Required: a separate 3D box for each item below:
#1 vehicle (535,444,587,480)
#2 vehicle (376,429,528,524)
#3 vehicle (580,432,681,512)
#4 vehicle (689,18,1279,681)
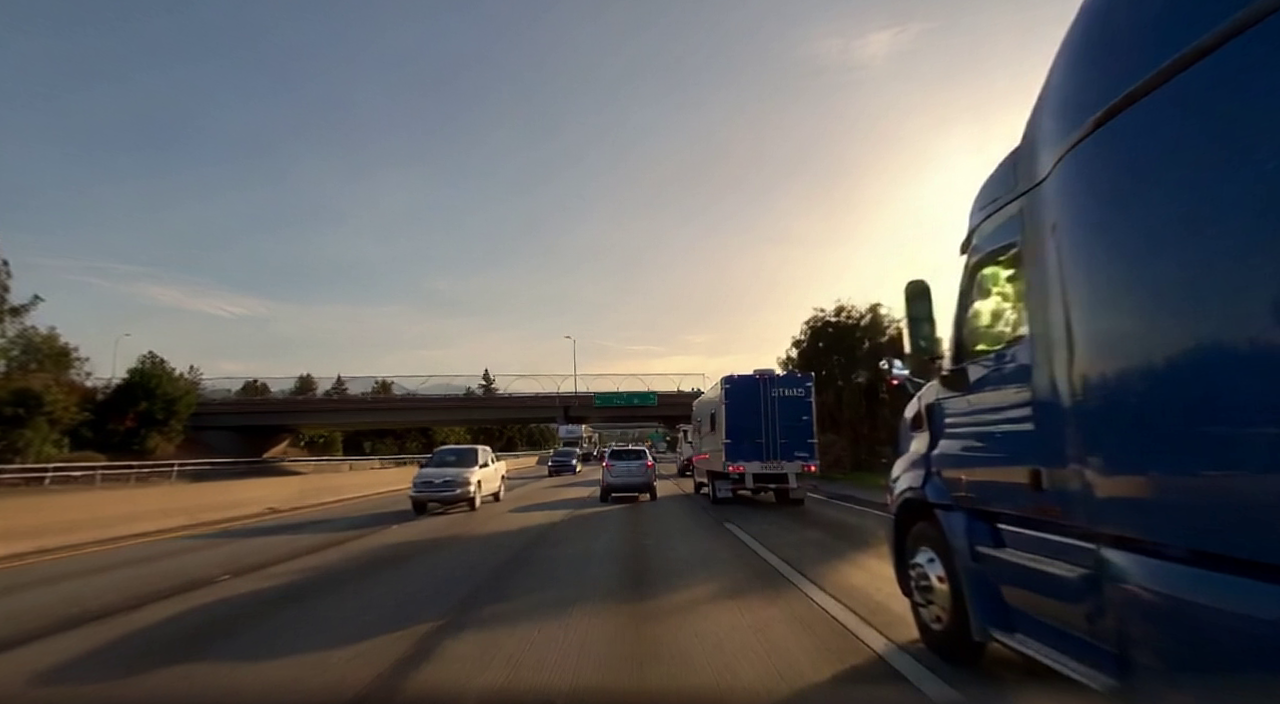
[{"bbox_3d":[-4.019,5.654,32.756,2.074,1.717,4.089,0,-9,1],"label":"vehicle"},{"bbox_3d":[-3.887,2.653,13.916,1.986,1.733,4.209,0,-9,1],"label":"vehicle"},{"bbox_3d":[-0.245,2.957,15.944,2.201,1.719,4.058,0,-9,-1],"label":"vehicle"},{"bbox_3d":[2.999,1.025,11.679,2.934,4.123,15.785,0,-9,0],"label":"vehicle"}]
